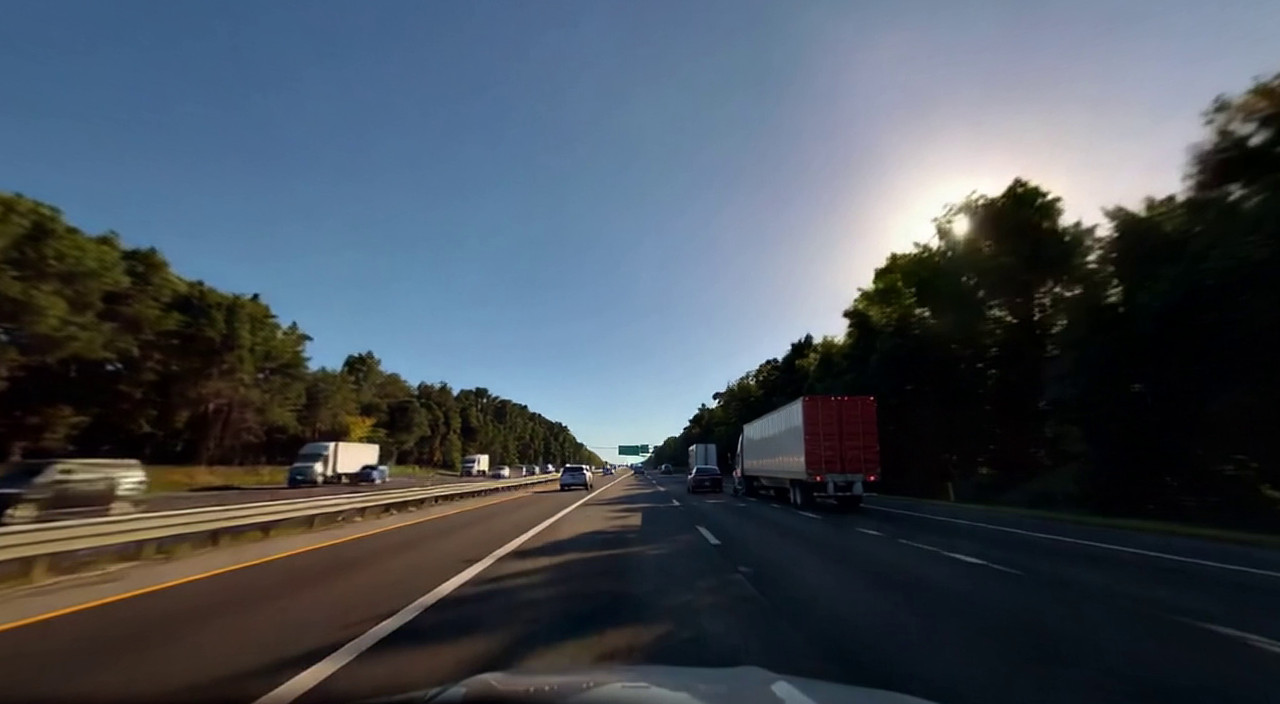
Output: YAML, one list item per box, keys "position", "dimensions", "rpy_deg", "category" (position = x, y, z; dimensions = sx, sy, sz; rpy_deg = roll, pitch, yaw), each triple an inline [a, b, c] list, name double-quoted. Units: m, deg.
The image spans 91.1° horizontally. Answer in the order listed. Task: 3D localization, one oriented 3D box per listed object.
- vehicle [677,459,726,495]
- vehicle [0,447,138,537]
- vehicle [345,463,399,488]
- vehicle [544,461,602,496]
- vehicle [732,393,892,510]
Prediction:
- position: [3.159, 6.615, 33.357]
  dimensions: [2.050, 1.708, 4.457]
  rpy_deg: [1, -10, -1]
  category: "vehicle"
- position: [-11.540, 2.393, 10.853]
  dimensions: [1.870, 1.474, 4.645]
  rpy_deg: [1, -10, 0]
  category: "vehicle"
- position: [-18.642, 8.575, 43.844]
  dimensions: [1.851, 1.606, 4.187]
  rpy_deg: [1, -10, 0]
  category: "vehicle"
- position: [-3.041, 5.903, 29.560]
  dimensions: [2.065, 1.485, 4.682]
  rpy_deg: [1, -10, 2]
  category: "vehicle"
- position: [7.371, 5.100, 31.045]
  dimensions: [2.861, 4.086, 17.499]
  rpy_deg: [1, -10, 0]
  category: "vehicle"
